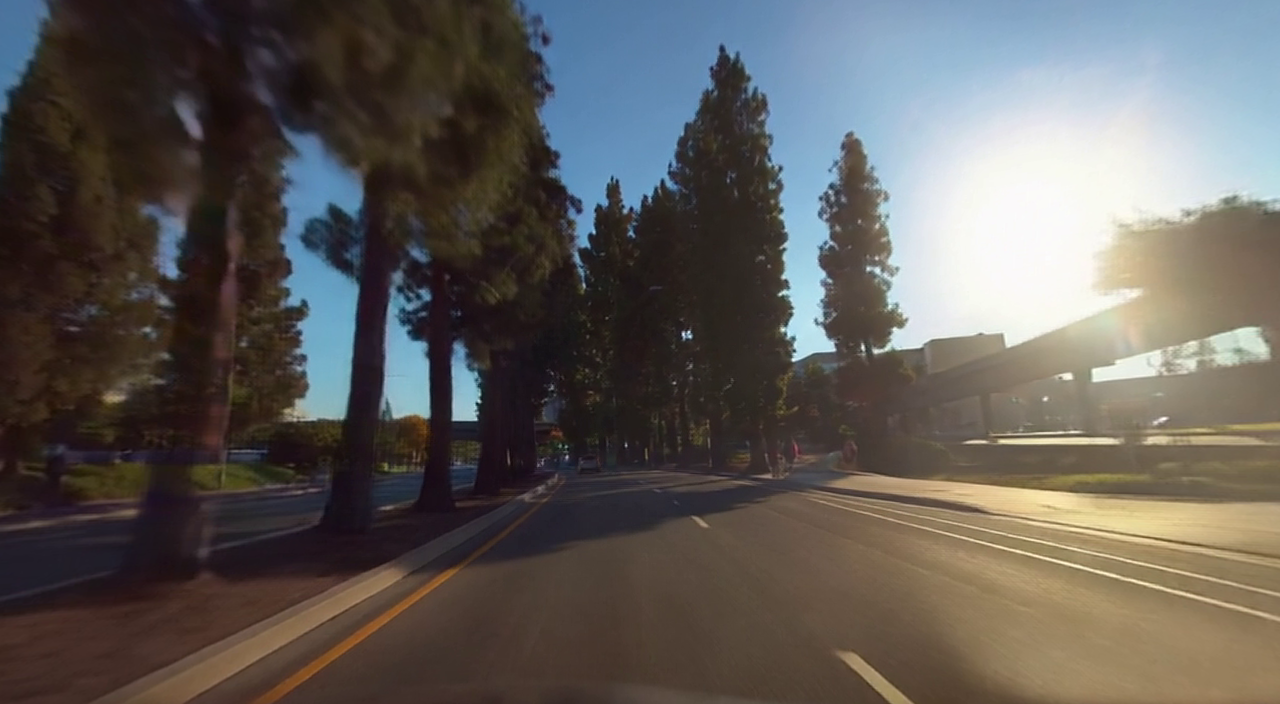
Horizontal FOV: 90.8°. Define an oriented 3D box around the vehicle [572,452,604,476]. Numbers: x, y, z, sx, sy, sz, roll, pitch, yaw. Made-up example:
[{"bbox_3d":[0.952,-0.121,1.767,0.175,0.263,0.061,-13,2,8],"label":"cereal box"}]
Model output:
[{"bbox_3d":[-4.092,8.655,49.150,2.184,1.713,4.231,1,-9,-9],"label":"vehicle"}]
